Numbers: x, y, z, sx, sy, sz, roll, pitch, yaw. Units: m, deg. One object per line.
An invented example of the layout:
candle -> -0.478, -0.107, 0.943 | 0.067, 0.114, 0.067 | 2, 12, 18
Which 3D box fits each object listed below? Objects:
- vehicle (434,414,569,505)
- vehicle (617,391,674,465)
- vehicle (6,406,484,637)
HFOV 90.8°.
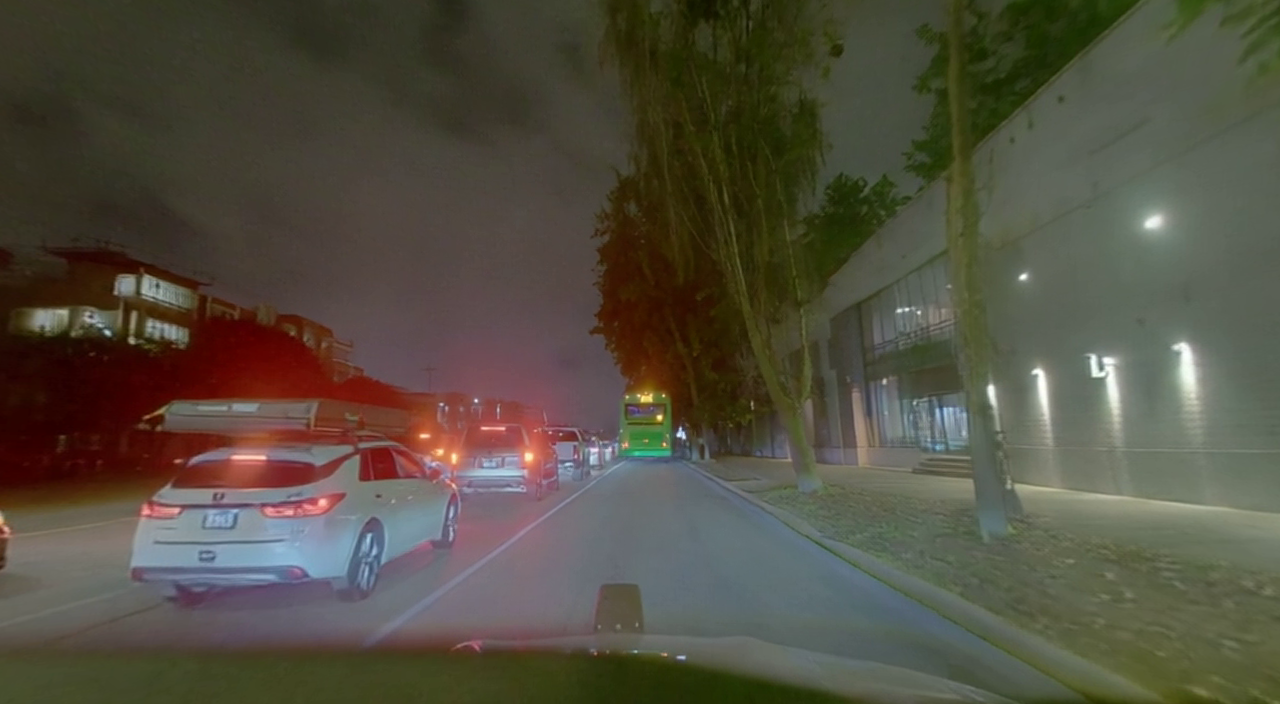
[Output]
vehicle -> -3.192, 2.629, 15.783 | 2.095, 1.892, 5.043 | 0, -9, 1
vehicle -> 0.386, 4.912, 39.268 | 2.970, 3.857, 12.200 | 0, -9, 1
vehicle -> -3.292, 1.504, 6.652 | 2.042, 1.571, 4.475 | 0, -9, 1
